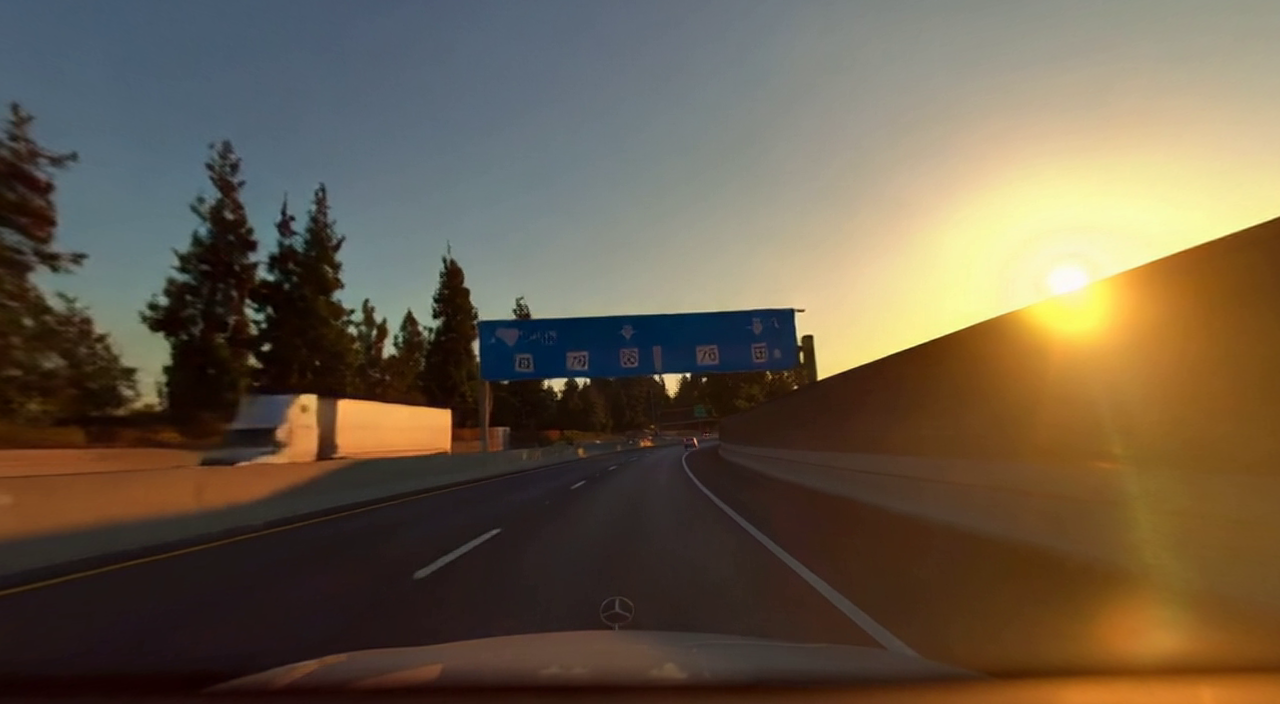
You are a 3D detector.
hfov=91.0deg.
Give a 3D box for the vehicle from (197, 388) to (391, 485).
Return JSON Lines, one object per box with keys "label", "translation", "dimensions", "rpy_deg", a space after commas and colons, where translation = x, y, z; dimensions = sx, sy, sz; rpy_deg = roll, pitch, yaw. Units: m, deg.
{"label": "vehicle", "translation": [-15.964, 4.136, 30.591], "dimensions": [2.928, 3.840, 10.839], "rpy_deg": [-1, -8, 2]}
